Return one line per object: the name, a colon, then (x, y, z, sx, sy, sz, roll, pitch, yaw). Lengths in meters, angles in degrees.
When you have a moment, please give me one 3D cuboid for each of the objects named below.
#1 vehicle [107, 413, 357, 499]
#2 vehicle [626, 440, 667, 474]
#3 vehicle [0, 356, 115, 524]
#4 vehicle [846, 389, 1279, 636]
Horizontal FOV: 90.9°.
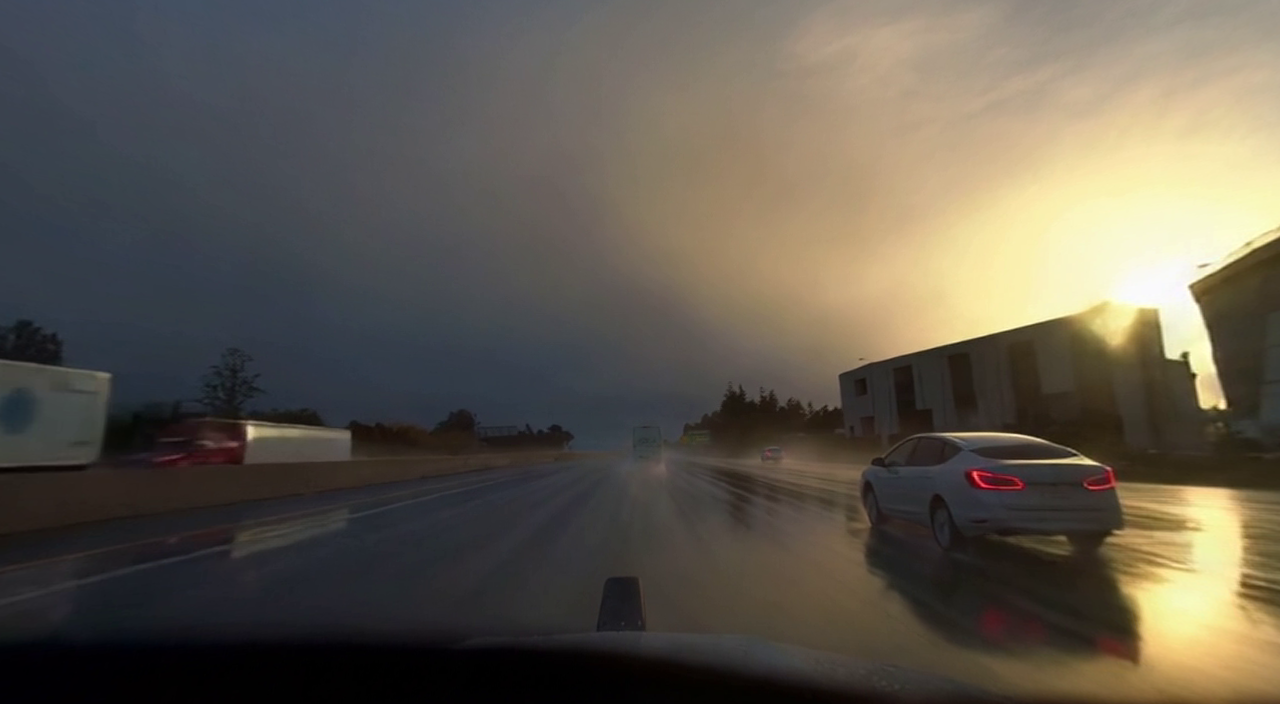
vehicle: (-15.916, 4.302, 26.396, 2.723, 2.765, 11.554, 0, -9, 0)
vehicle: (0.284, 5.575, 33.507, 2.015, 1.639, 4.086, 0, -9, -1)
vehicle: (-15.914, 1.781, 12.915, 3.049, 3.710, 8.153, 0, -9, 1)
vehicle: (4.064, 1.431, 6.713, 2.008, 1.595, 5.082, -1, -9, 0)
